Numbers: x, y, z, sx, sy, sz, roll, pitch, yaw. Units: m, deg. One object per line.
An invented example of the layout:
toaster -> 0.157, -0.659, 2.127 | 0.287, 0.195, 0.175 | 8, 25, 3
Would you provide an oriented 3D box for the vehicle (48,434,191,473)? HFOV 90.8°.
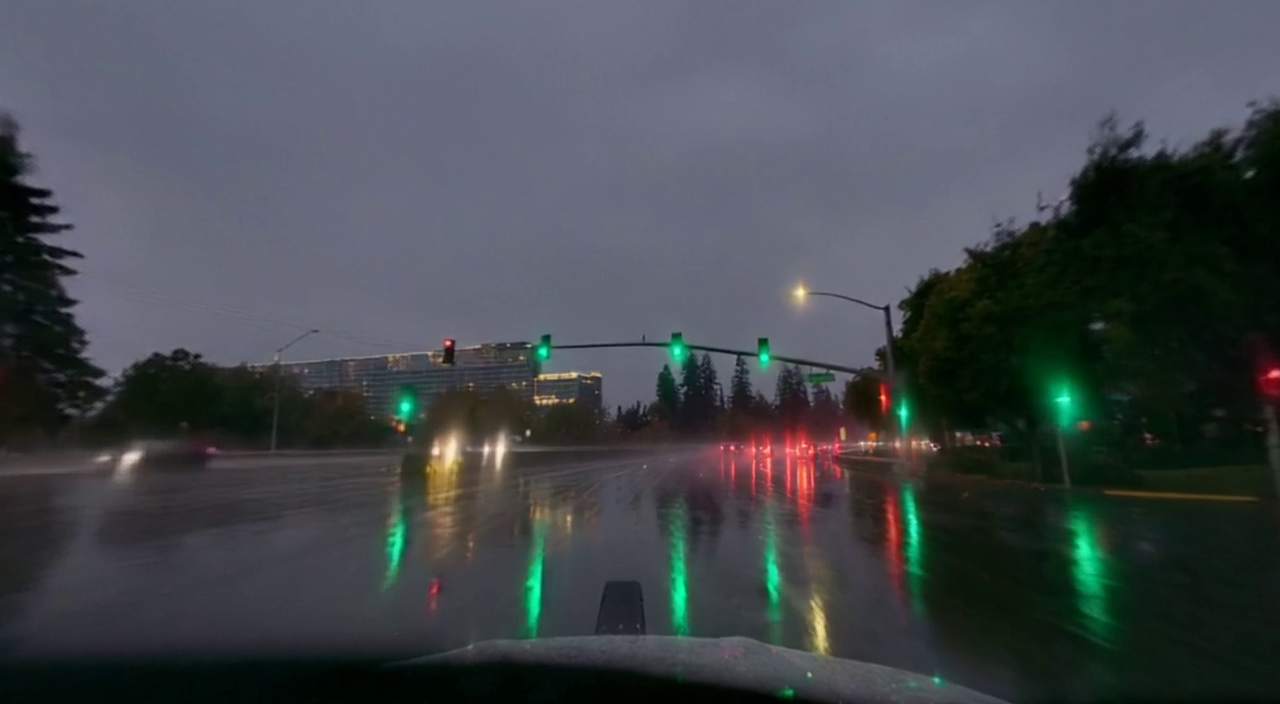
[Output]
vehicle -> -21.416, 4.200, 26.300 | 1.844, 1.455, 4.538 | -1, -9, 5
